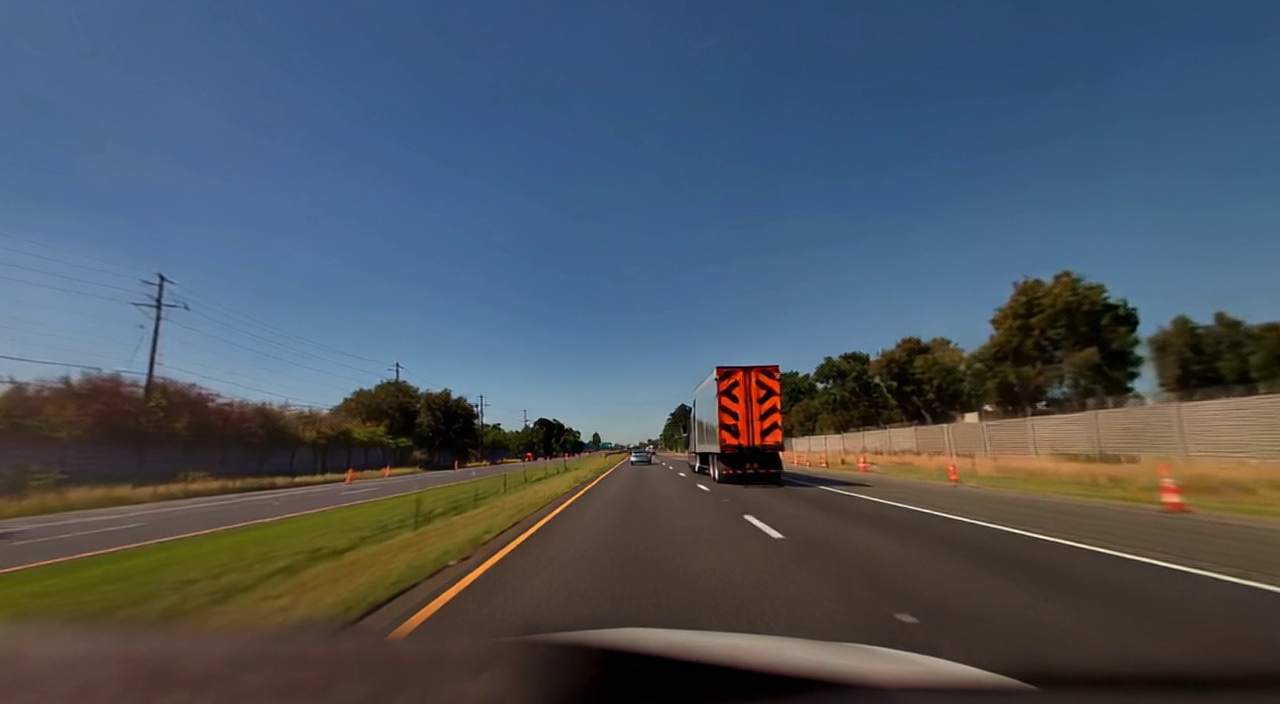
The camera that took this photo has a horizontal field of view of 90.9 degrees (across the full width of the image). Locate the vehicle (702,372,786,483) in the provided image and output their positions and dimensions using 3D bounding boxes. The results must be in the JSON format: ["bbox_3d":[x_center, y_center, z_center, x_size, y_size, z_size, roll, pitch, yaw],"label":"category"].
[{"bbox_3d":[4.347,3.385,27.675,2.704,4.310,5.716,0,-9,1],"label":"vehicle"}]

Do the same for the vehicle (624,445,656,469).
[{"bbox_3d":[0.006,7.182,43.235,2.065,1.573,3.734,0,-9,0],"label":"vehicle"}]
